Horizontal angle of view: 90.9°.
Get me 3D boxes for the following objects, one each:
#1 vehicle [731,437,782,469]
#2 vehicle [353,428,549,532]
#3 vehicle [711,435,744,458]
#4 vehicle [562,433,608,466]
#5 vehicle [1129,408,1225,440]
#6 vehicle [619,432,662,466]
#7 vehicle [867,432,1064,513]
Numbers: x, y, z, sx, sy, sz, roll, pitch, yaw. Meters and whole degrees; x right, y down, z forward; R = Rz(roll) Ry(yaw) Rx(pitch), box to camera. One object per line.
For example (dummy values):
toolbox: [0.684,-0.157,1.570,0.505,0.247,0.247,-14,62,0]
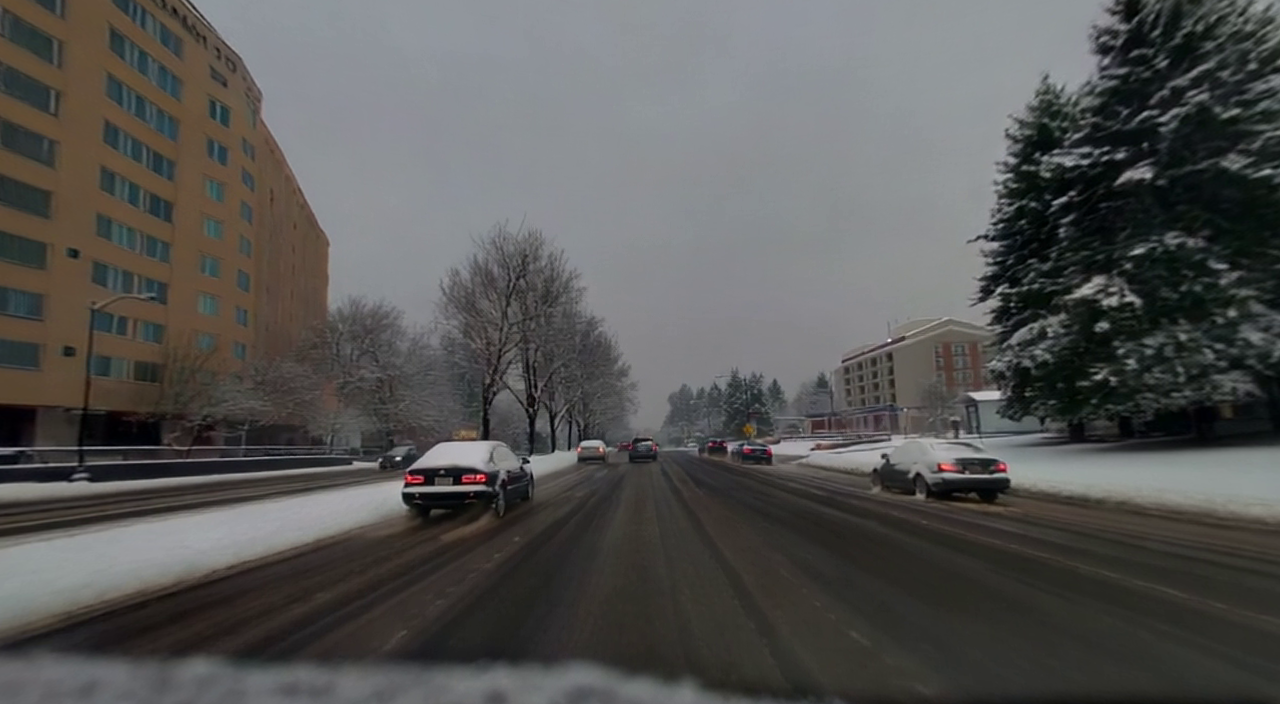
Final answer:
vehicle: [5.687,4.977,31.176,1.884,1.458,4.245,-1,-8,3]
vehicle: [-3.068,2.182,11.421,2.095,1.486,4.411,-1,-8,1]
vehicle: [6.895,7.474,49.951,1.982,1.717,4.250,0,-8,0]
vehicle: [-3.121,5.637,36.657,2.117,1.799,4.442,-1,-8,2]
vehicle: [26.352,3.571,30.894,4.692,1.475,2.038,5,-10,-31]
vehicle: [0.044,5.470,35.792,2.304,1.795,4.526,-1,-8,1]
vehicle: [6.796,2.535,13.875,1.865,1.458,4.605,0,-8,0]
